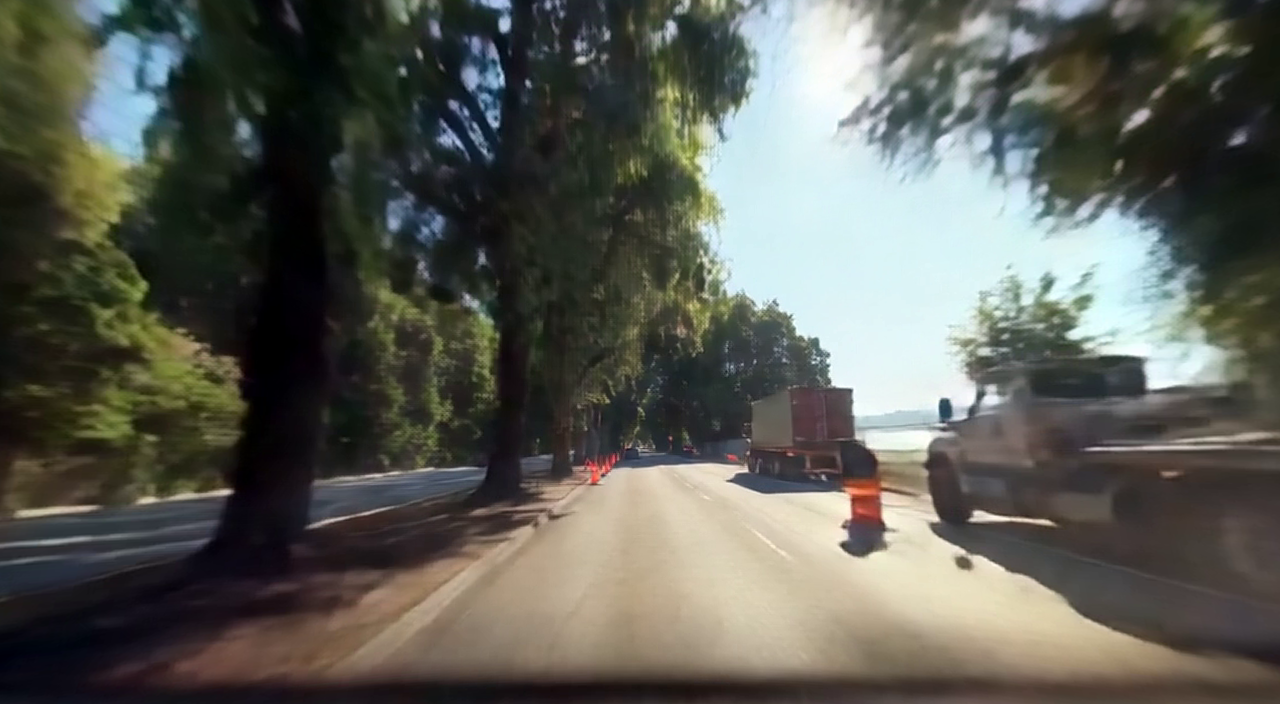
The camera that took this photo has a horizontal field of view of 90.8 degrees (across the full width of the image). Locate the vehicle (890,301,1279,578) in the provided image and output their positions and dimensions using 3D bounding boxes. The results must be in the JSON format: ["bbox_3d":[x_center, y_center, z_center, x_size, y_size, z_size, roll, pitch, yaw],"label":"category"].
[{"bbox_3d":[6.451,1.255,9.102,2.390,2.899,4.603,5,-10,-34],"label":"vehicle"}]

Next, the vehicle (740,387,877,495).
[{"bbox_3d":[6.235,3.607,25.738,2.664,3.418,11.107,0,-8,1],"label":"vehicle"}]
